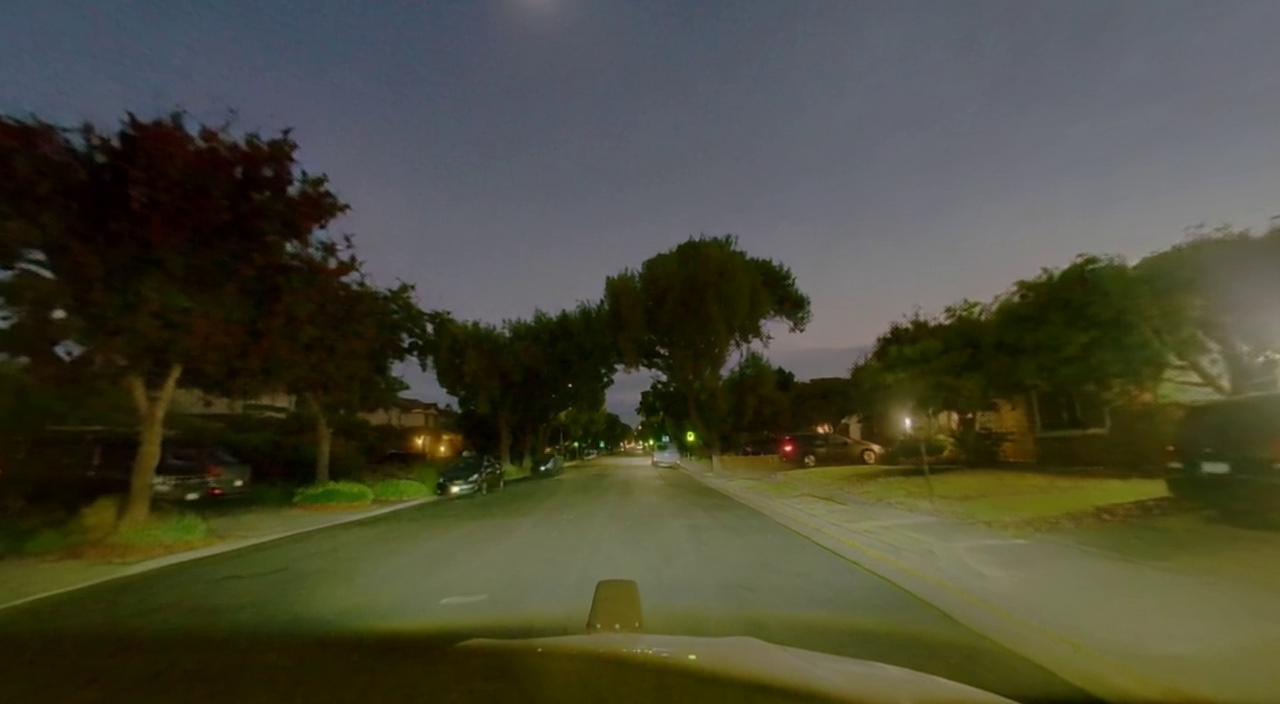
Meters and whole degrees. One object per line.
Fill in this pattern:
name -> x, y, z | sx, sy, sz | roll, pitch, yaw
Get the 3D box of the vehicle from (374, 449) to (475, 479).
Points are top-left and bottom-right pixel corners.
vehicle -> -12.068, 6.301, 35.593 | 4.972, 1.623, 1.884 | 0, -9, 1

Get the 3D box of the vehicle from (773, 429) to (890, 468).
vehicle -> 8.534, 4.346, 28.389 | 4.599, 1.652, 1.903 | 0, -9, -3

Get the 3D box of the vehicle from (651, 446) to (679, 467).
vehicle -> 1.835, 7.827, 47.407 | 2.022, 1.483, 4.565 | 0, -9, 1

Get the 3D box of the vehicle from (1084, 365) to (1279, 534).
vehicle -> 8.190, 1.108, 7.404 | 4.492, 1.691, 1.918 | 0, -9, -2

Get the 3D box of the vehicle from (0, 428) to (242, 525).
vehicle -> -12.295, 2.809, 14.571 | 4.753, 2.028, 2.079 | 0, -9, 0

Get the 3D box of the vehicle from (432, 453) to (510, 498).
vehicle -> -6.209, 4.533, 23.596 | 1.878, 1.496, 3.535 | 0, -9, 0
